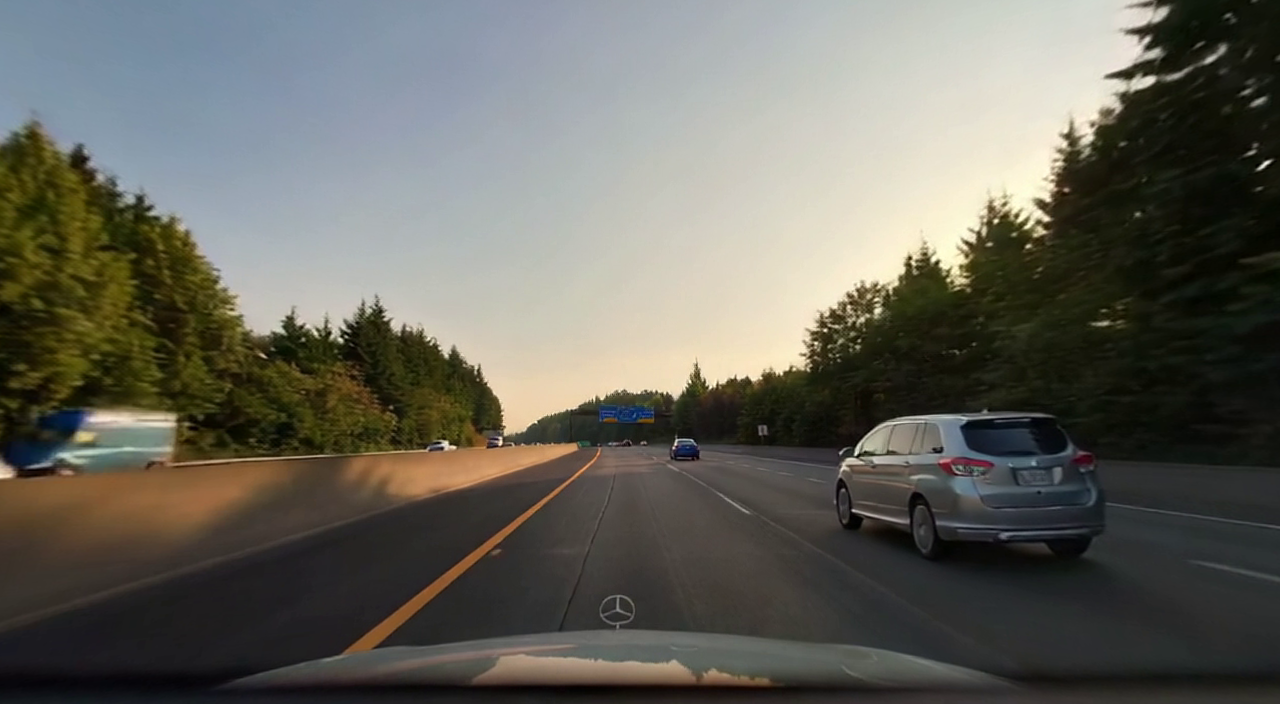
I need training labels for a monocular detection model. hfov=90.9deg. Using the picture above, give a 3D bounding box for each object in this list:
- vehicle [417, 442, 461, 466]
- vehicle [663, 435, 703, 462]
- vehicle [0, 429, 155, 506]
[{"bbox_3d":[-13.795,7.006,43.453,1.820,1.509,3.968,0,-8,-2],"label":"vehicle"},{"bbox_3d":[2.567,5.860,38.526,1.958,1.526,4.227,1,-8,-3],"label":"vehicle"},{"bbox_3d":[-16.686,3.289,18.459,1.982,2.008,3.697,0,-8,-2],"label":"vehicle"}]
